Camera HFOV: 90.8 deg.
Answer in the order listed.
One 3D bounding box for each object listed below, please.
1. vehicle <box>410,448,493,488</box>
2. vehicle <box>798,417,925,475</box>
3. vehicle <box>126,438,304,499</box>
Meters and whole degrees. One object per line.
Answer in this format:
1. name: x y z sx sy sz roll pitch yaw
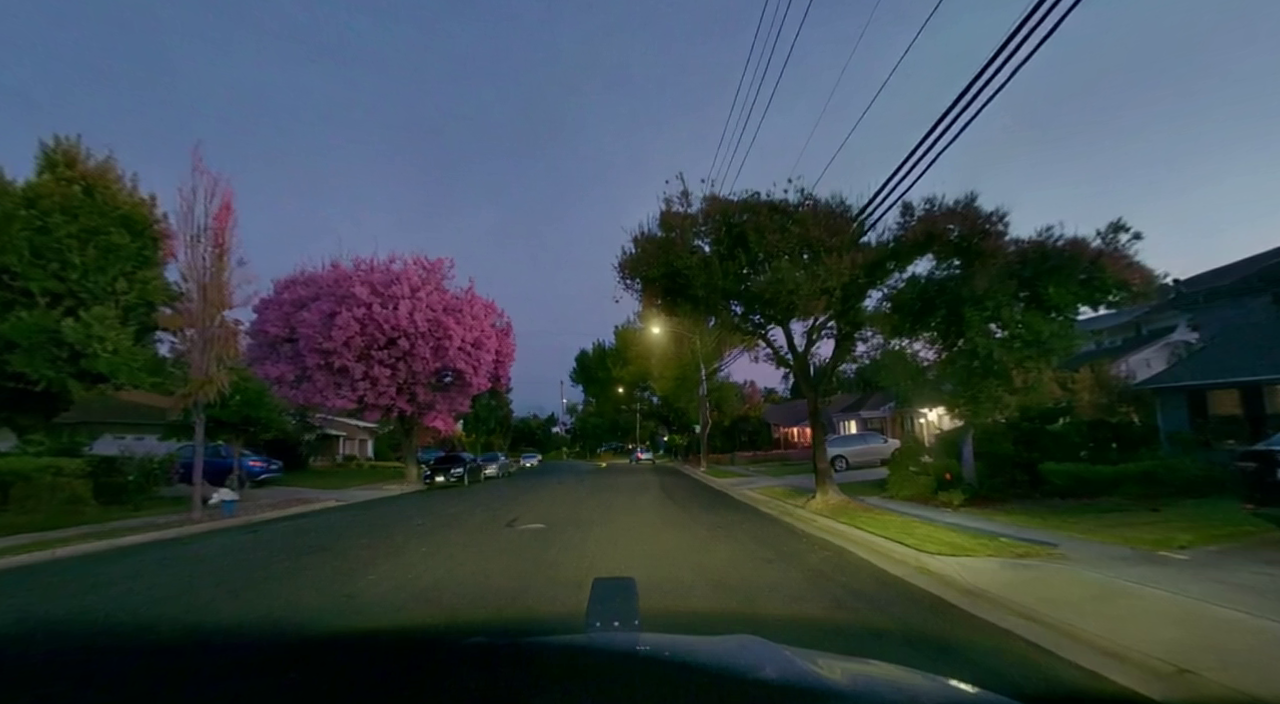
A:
1. vehicle: -7.741 4.806 26.467 2.034 1.493 4.524 0 -9 1
2. vehicle: 8.486 3.649 24.493 4.025 1.738 1.920 -6 -9 -1
3. vehicle: -14.383 3.956 21.616 4.538 1.687 1.955 4 -9 -1
